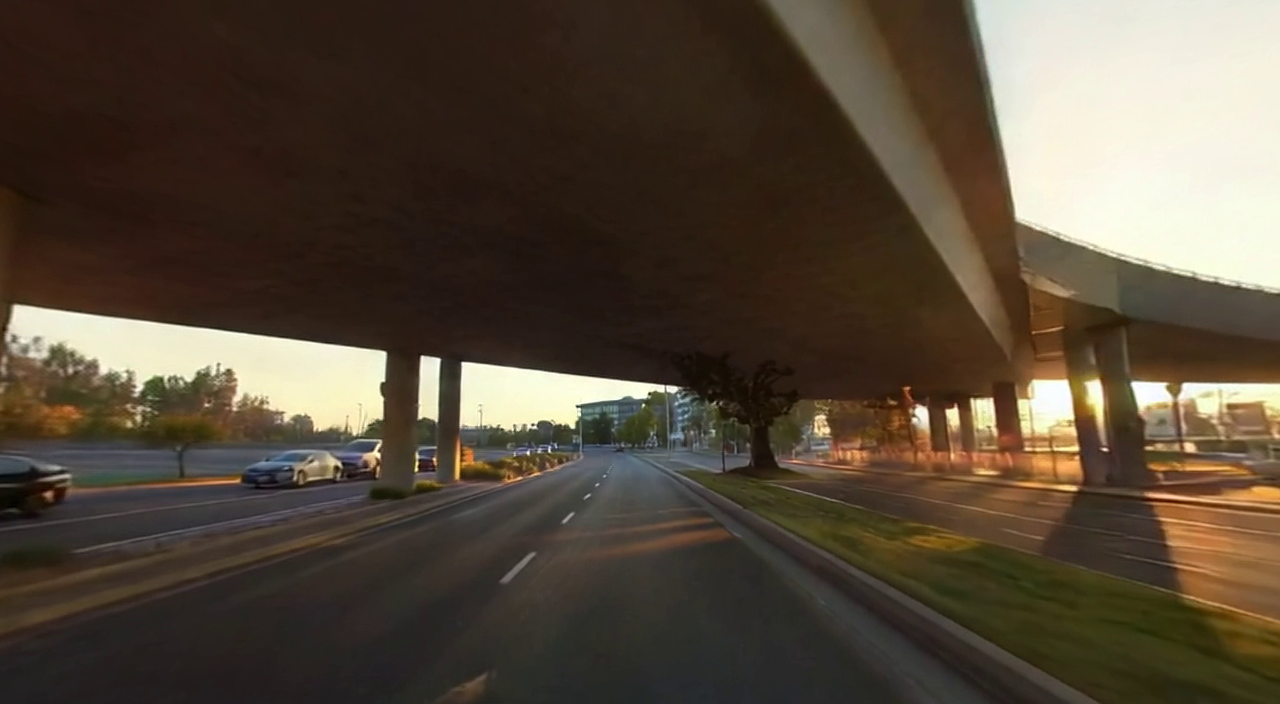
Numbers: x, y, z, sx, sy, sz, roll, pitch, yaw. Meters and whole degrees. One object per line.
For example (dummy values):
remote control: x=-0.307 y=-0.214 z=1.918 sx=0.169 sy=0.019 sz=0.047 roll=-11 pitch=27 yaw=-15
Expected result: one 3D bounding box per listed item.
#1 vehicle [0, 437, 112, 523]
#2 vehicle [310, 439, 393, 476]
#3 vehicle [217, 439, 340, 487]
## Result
vehicle: x=-12.931 y=2.367 z=11.610 sx=2.074 sy=1.529 sz=5.079 roll=1 pitch=-8 yaw=0
vehicle: x=-13.335 y=4.909 z=29.535 sx=1.961 sy=1.576 sz=4.131 roll=0 pitch=-8 yaw=-1
vehicle: x=-13.044 y=4.006 z=23.196 sx=1.907 sy=1.553 sz=4.683 roll=0 pitch=-8 yaw=-2
